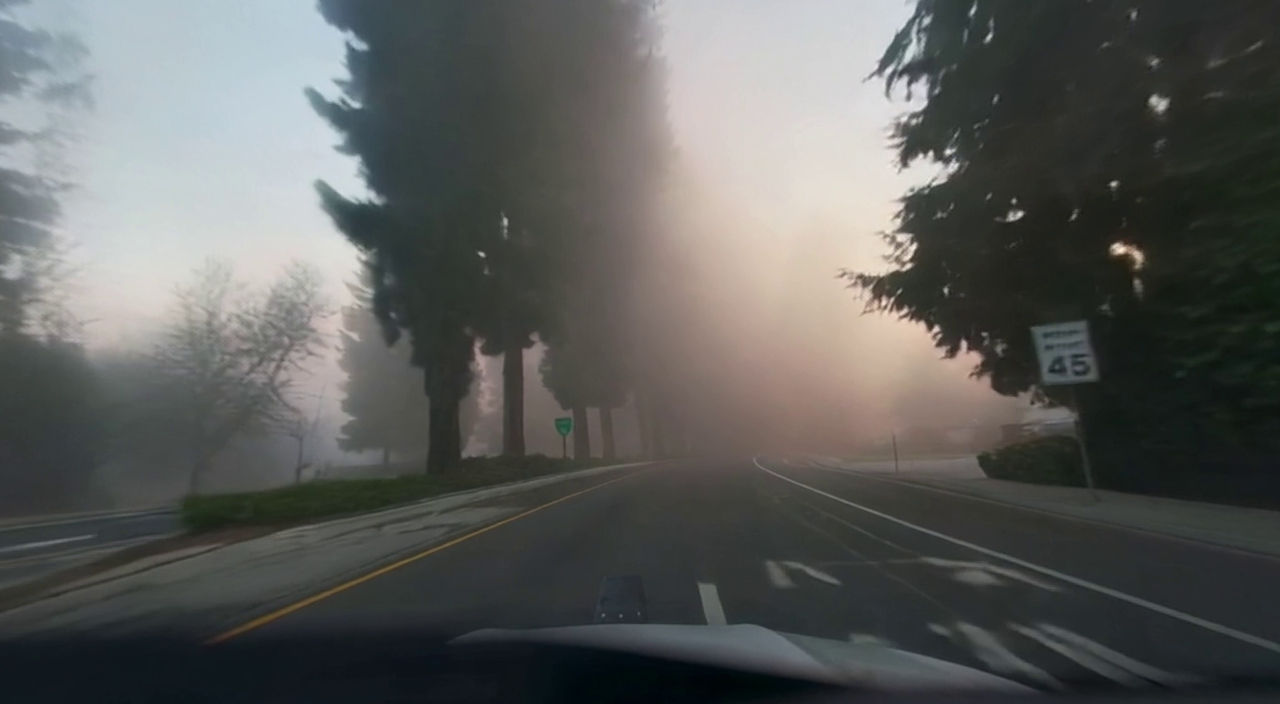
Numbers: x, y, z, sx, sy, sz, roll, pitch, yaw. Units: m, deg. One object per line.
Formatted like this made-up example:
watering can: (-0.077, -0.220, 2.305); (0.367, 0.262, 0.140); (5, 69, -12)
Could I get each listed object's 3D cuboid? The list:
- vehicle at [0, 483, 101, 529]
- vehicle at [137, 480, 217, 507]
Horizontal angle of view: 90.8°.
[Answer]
vehicle: (-26.168, 6.667, 27.160); (1.911, 1.583, 4.279); (-8, -10, 9)
vehicle: (-32.504, 9.938, 44.553); (1.842, 1.584, 4.567); (-6, -11, 7)
